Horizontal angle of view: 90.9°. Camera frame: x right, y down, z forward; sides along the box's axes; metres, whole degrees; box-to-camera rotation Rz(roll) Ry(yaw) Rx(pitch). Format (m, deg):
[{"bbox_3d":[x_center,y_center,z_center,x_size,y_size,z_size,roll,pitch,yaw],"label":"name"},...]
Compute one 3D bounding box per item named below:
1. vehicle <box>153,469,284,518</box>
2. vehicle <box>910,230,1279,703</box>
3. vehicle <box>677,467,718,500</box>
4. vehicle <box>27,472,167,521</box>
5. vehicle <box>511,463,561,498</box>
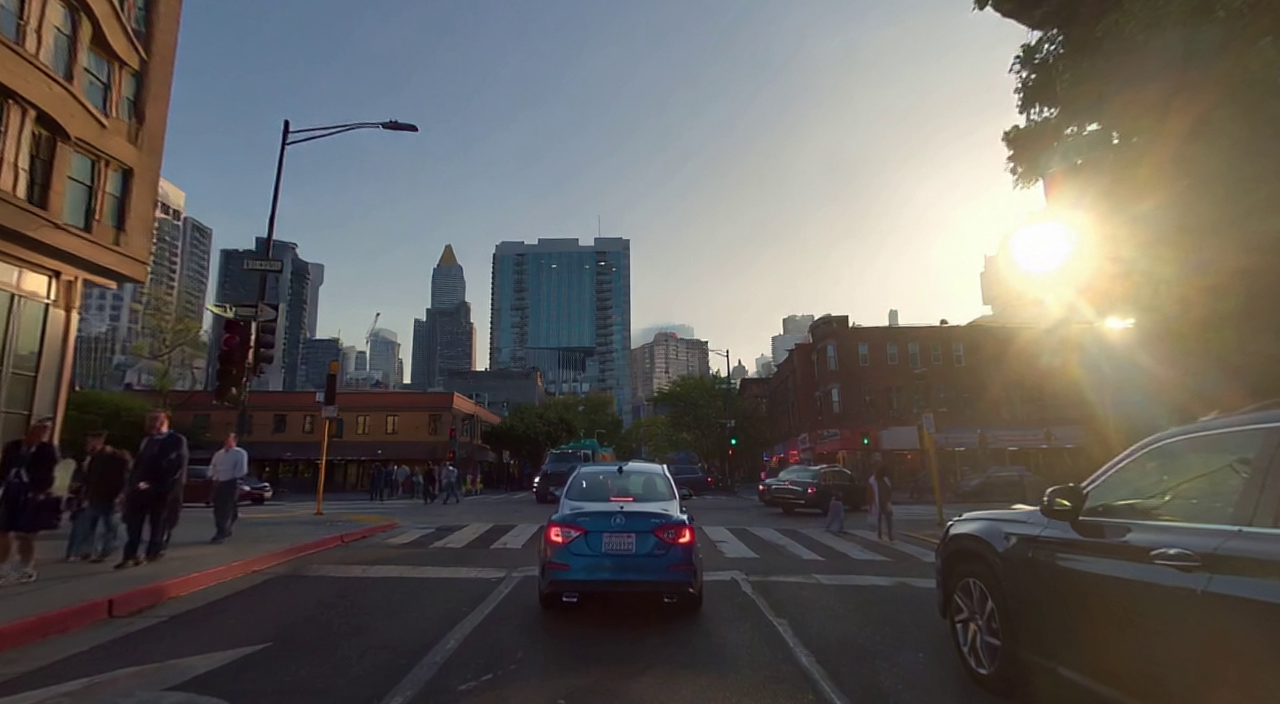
[{"bbox_3d":[-19.781,6.626,29.711,4.750,2.083,2.002,-1,-9,3],"label":"vehicle"},{"bbox_3d":[3.208,0.541,1.245,2.632,1.979,6.096,0,-8,0],"label":"vehicle"},{"bbox_3d":[3.464,8.054,38.809,1.908,1.741,4.066,0,-9,-3],"label":"vehicle"},{"bbox_3d":[-25.483,6.781,29.720,4.588,2.048,2.110,0,-9,1],"label":"vehicle"},{"bbox_3d":[-6.351,7.902,39.006,2.226,1.896,4.438,-1,-8,1],"label":"vehicle"}]
